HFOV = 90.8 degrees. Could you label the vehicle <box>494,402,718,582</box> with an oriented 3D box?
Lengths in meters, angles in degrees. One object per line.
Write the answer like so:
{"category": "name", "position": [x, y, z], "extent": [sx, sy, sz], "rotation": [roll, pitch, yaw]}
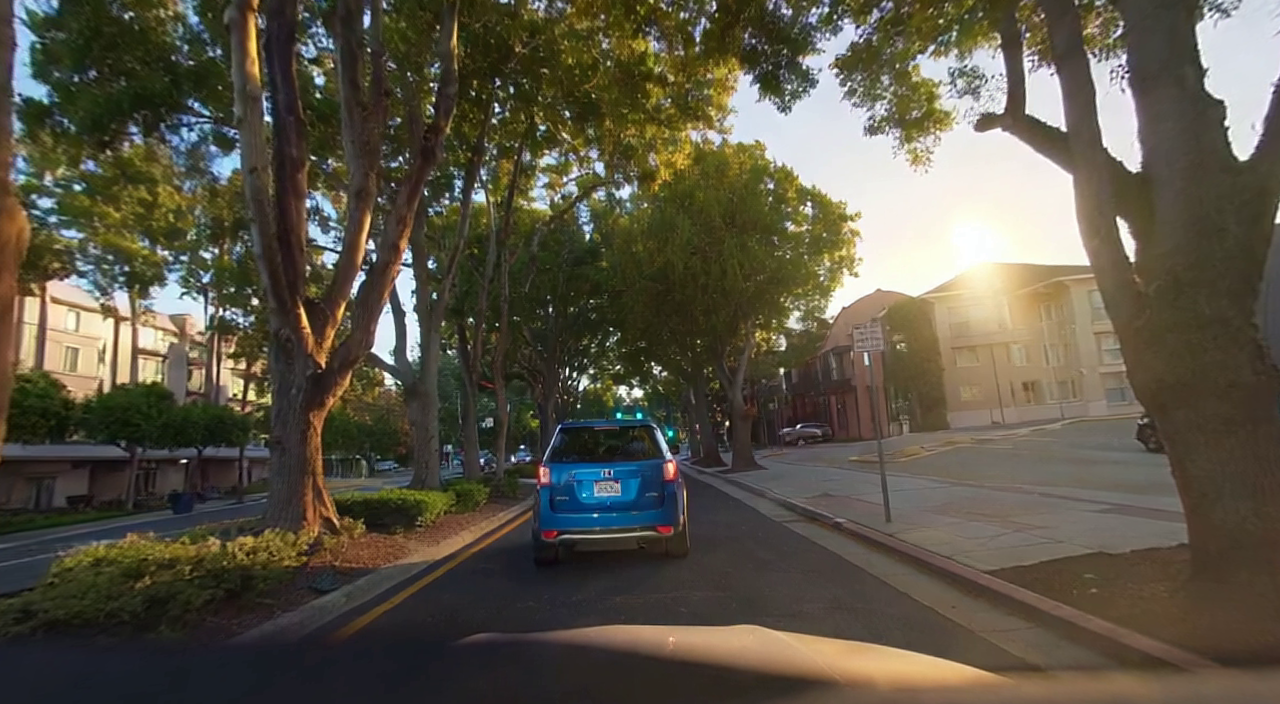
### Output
{"category": "vehicle", "position": [-0.277, 1.629, 8.049], "extent": [2.136, 1.703, 3.910], "rotation": [-1, -8, 2]}

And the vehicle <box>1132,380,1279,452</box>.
{"category": "vehicle", "position": [13.810, 1.443, 13.906], "extent": [4.270, 1.486, 2.042], "rotation": [-5, -10, 27]}
